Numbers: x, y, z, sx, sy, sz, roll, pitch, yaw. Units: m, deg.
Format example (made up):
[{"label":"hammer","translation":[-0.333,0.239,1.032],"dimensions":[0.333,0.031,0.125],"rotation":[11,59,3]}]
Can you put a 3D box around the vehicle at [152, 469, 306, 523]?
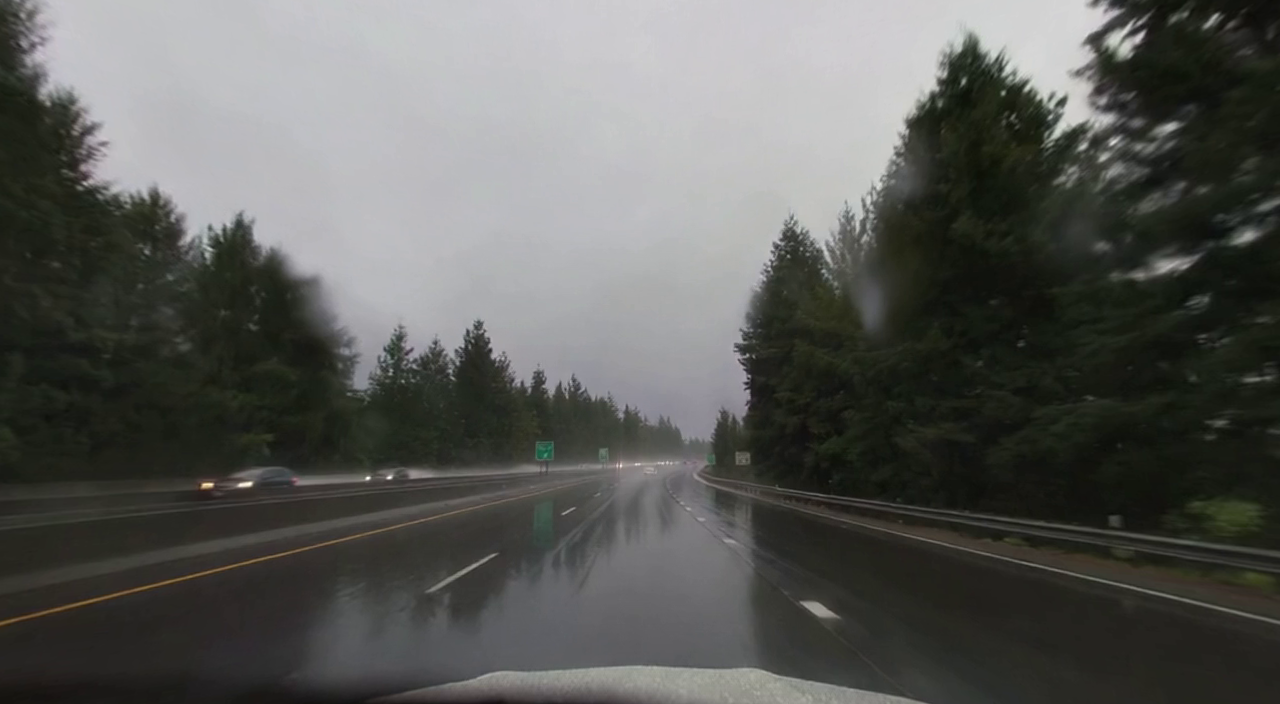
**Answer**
[{"label":"vehicle","translation":[-12.832,4.493,20.019],"dimensions":[1.892,1.467,4.340],"rotation":[1,-10,1]}]

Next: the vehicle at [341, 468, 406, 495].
[{"label":"vehicle","translation":[-16.099,7.809,38.182],"dimensions":[1.895,1.476,4.539],"rotation":[1,-10,1]}]
